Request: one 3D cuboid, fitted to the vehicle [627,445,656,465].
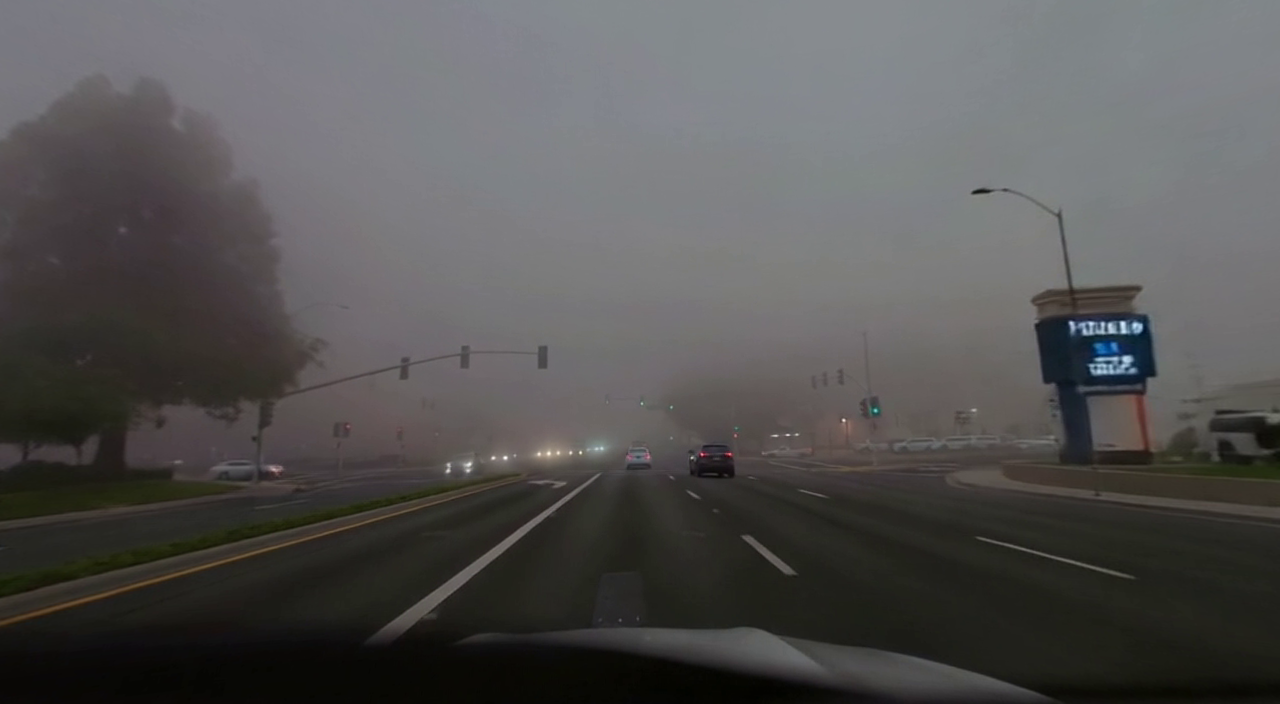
[{"bbox_3d":[0.094,7.888,48.556,2.135,1.468,4.076,0,-8,-1],"label":"vehicle"}]

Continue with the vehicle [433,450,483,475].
[{"bbox_3d":[-11.799,7.167,41.344,1.891,1.481,4.533,0,-8,0],"label":"vehicle"}]

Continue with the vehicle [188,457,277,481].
[{"bbox_3d":[-30.680,8.836,47.686,5.007,1.652,2.378,0,-8,-1],"label":"vehicle"}]

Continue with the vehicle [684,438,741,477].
[{"bbox_3d":[3.311,4.924,29.724,2.022,1.643,4.326,0,-8,-2],"label":"vehicle"}]
